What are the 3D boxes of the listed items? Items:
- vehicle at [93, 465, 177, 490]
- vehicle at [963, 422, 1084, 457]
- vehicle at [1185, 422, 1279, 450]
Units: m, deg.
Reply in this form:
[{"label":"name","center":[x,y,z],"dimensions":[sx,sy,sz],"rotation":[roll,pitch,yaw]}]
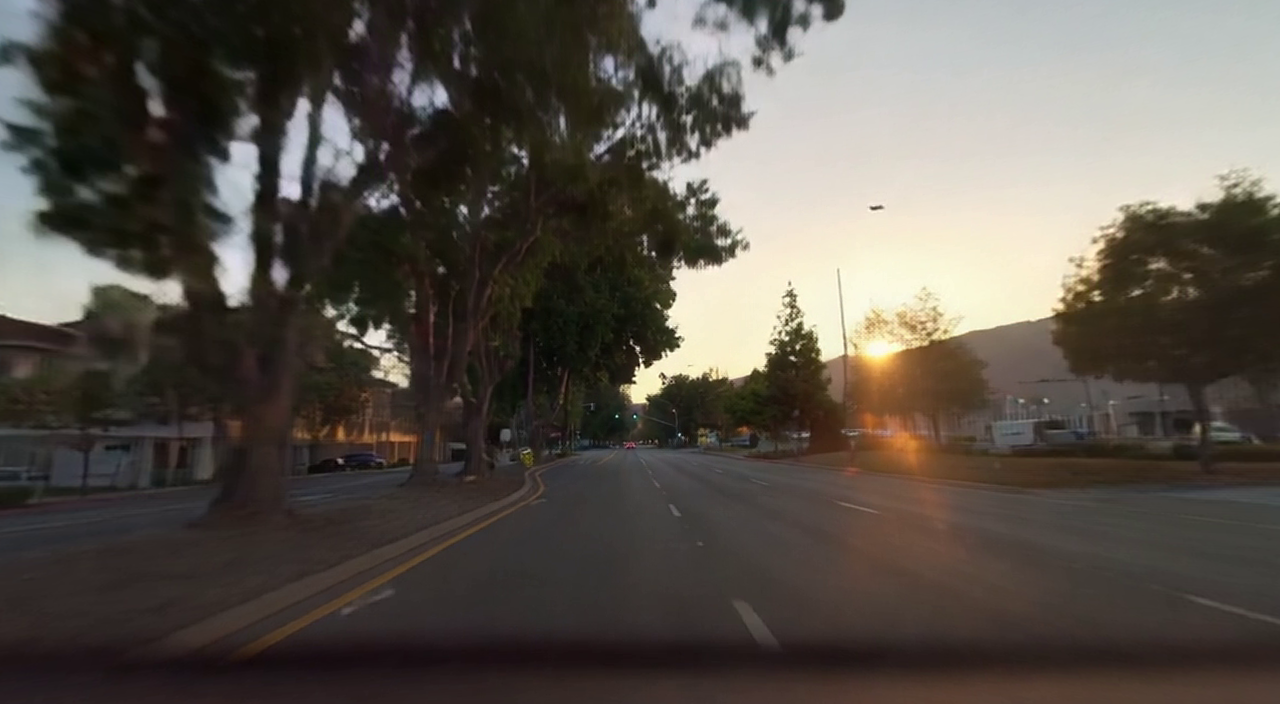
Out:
[{"label":"vehicle","center":[-31.549,7.833,39.514],"dimensions":[3.684,1.388,1.808],"rotation":[0,-9,0]},{"label":"vehicle","center":[18.932,4.344,31.336],"dimensions":[4.688,1.658,1.950],"rotation":[0,-9,-1]},{"label":"vehicle","center":[32.324,4.568,34.180],"dimensions":[1.716,1.424,4.210],"rotation":[0,-9,-3]}]
